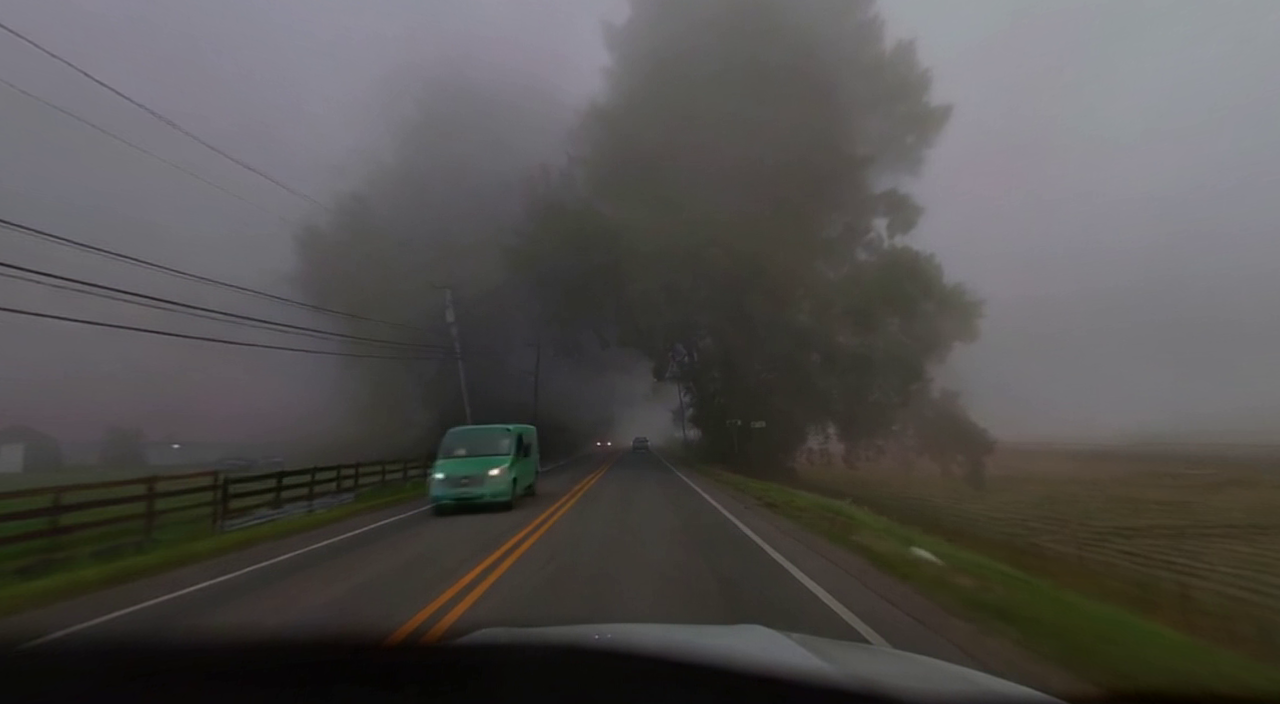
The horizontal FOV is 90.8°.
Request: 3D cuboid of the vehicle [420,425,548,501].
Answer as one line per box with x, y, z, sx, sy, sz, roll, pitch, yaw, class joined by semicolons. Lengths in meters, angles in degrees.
-3.859;2.858;16.599;2.217;1.704;4.418;0;-8;0;vehicle
